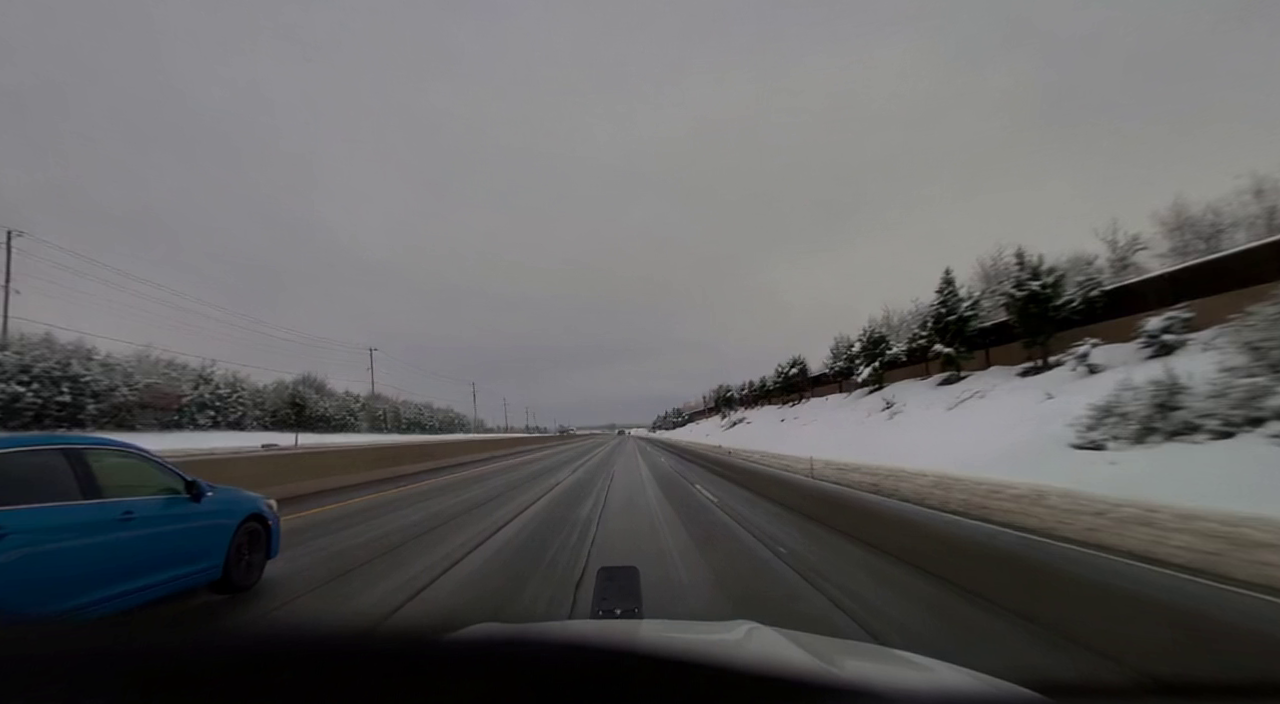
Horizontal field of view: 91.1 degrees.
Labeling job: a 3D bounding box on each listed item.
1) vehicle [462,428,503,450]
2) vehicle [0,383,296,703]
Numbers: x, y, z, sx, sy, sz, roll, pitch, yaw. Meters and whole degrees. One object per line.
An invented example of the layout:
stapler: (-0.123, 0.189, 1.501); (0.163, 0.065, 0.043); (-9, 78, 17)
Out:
vehicle: (-11.650, 6.469, 46.826); (1.933, 1.526, 4.646); (0, -8, -1)
vehicle: (-3.921, 0.974, 3.284); (1.999, 1.536, 3.969); (0, -8, -1)
